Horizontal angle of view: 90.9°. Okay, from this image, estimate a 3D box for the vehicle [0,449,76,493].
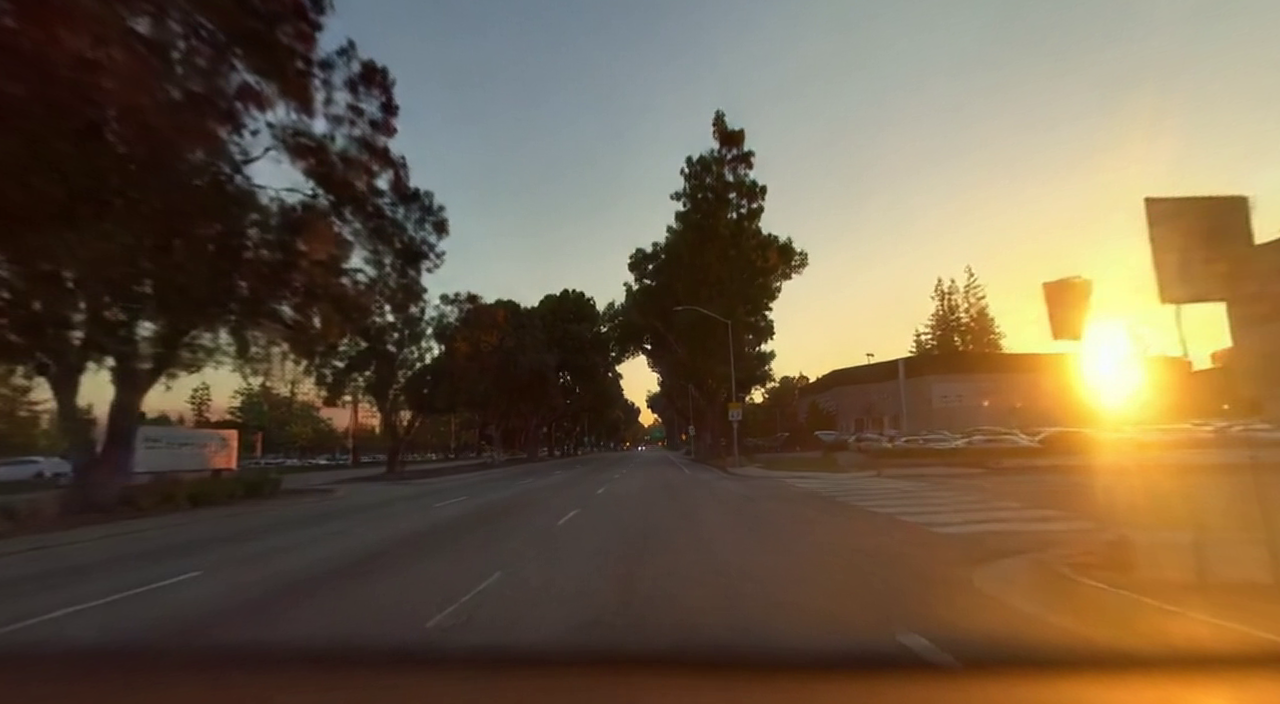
[{"bbox_3d":[-34.466,6.416,34.113,5.521,2.214,2.704,-2,-8,7],"label":"vehicle"}]

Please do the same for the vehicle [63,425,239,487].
[{"bbox_3d":[-34.616,7.460,45.685,2.955,3.868,11.255,-1,-8,5],"label":"vehicle"}]
